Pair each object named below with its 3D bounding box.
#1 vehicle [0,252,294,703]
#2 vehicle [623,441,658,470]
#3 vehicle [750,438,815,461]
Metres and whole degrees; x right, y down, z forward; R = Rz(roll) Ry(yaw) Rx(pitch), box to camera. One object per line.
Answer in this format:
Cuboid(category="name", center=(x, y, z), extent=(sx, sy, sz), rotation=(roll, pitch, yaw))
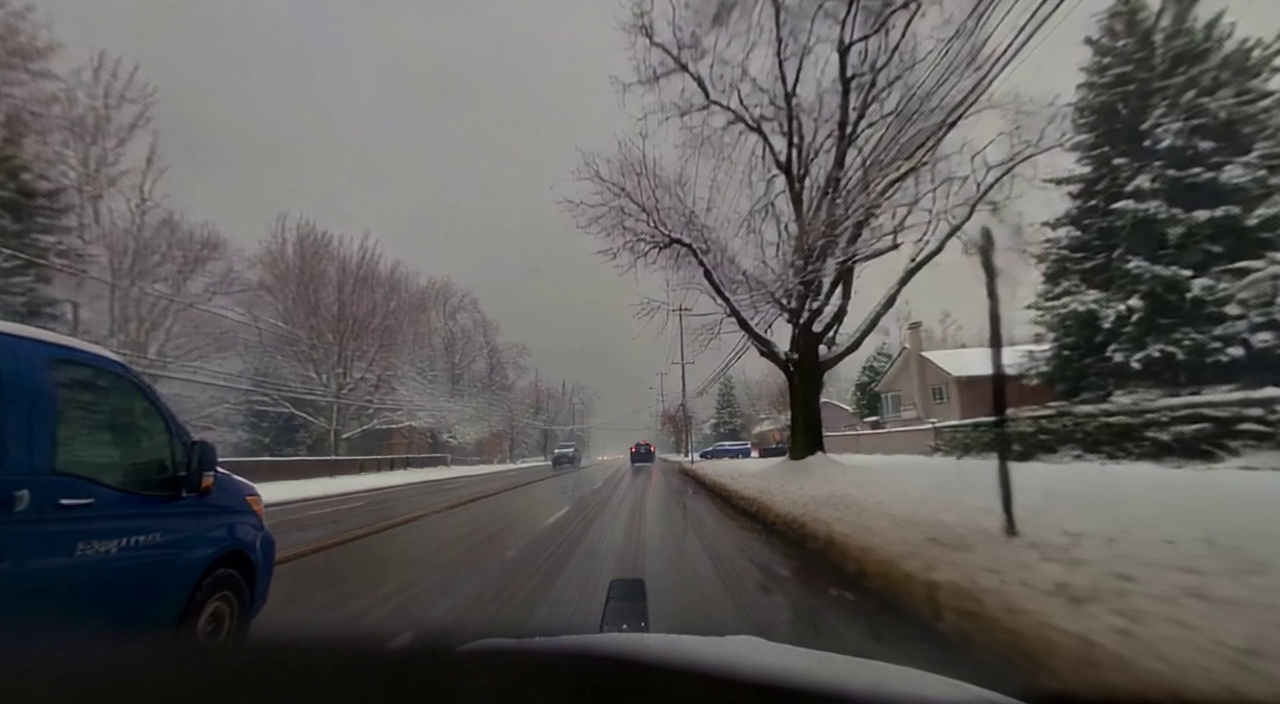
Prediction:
Cuboid(category="vehicle", center=(-3.659, 0.547, 1.450), extent=(2.336, 2.152, 5.866), rotation=(0, -9, 0))
Cuboid(category="vehicle", center=(0.058, 6.450, 39.469), extent=(2.120, 1.718, 3.909), rotation=(0, -9, 1))
Cuboid(category="vehicle", center=(10.434, 7.152, 46.267), extent=(4.295, 1.505, 1.918), rotation=(-1, -8, 2))
